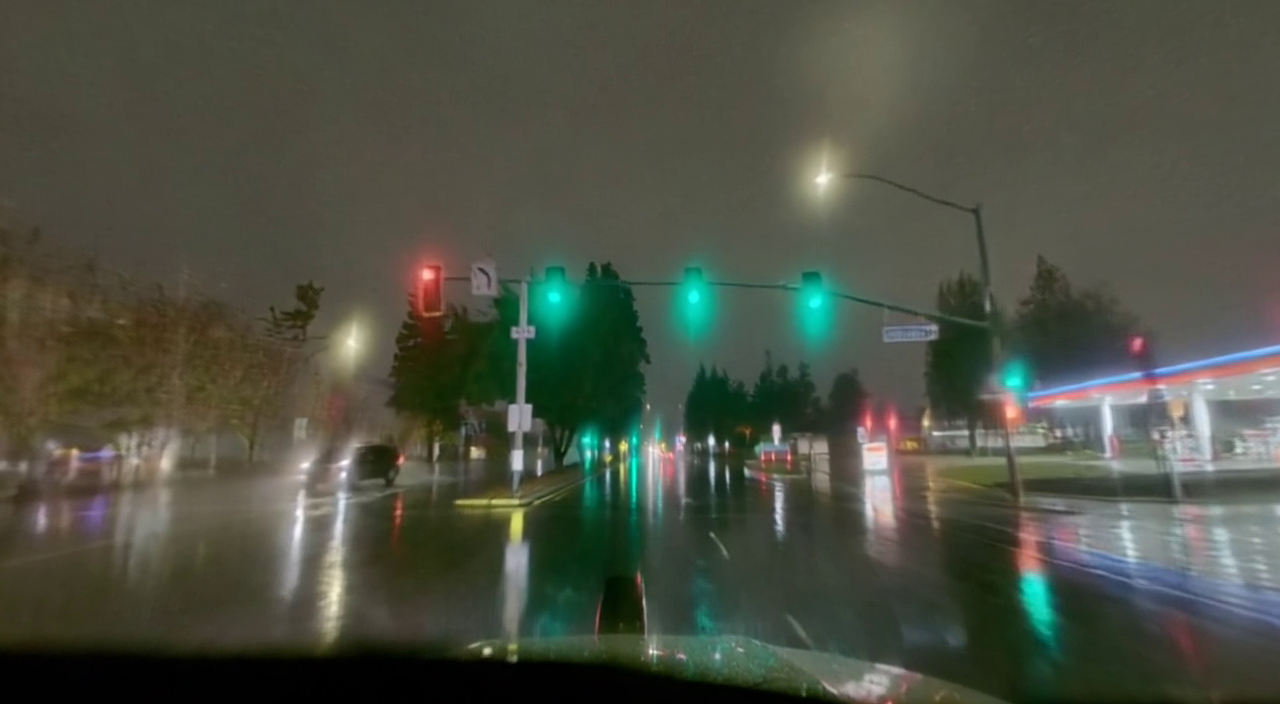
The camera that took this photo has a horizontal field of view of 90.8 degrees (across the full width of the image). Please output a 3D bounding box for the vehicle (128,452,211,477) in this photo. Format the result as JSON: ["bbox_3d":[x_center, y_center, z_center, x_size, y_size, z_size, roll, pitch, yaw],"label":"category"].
[{"bbox_3d":[-36.132,8.645,48.566,4.876,1.829,2.094,-1,-8,7],"label":"vehicle"}]

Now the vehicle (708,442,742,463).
[{"bbox_3d":[6.624,7.878,49.660,1.990,1.508,4.426,0,-8,-2],"label":"vehicle"}]

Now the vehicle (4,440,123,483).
[{"bbox_3d":[-37.099,7.023,40.727,5.831,2.624,2.189,-1,-9,8],"label":"vehicle"}]

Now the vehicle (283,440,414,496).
[{"bbox_3d":[-9.150,3.673,20.370,2.029,1.452,4.598,-3,-9,1],"label":"vehicle"}]
